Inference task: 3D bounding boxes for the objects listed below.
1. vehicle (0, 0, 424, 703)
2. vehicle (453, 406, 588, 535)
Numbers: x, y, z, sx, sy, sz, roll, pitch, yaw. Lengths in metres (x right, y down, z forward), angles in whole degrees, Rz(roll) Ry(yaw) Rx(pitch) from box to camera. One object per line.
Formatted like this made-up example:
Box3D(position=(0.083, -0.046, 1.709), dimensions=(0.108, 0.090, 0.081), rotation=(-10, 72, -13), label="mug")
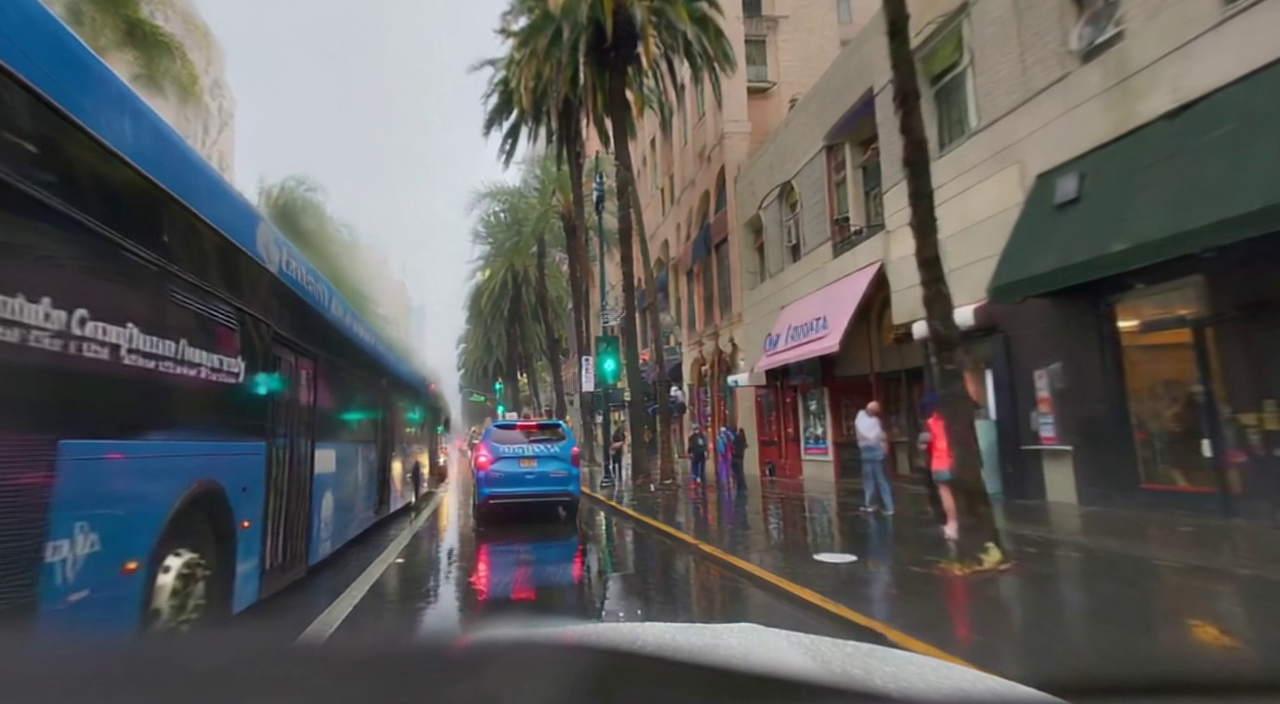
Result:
Box3D(position=(-4.769, 0.720, 7.107), dimensions=(2.863, 3.233, 11.573), rotation=(2, -9, -11), label="vehicle")
Box3D(position=(-2.405, 2.117, 11.834), dimensions=(2.002, 1.907, 4.211), rotation=(2, -9, -17), label="vehicle")
